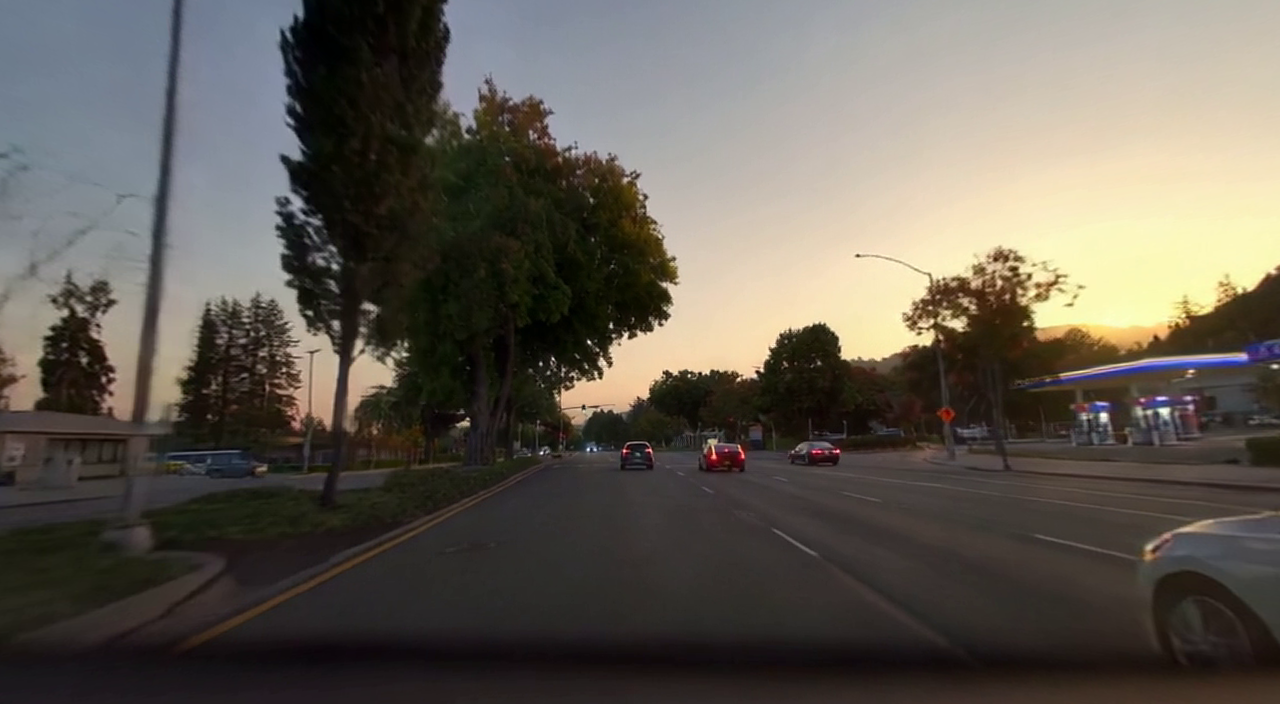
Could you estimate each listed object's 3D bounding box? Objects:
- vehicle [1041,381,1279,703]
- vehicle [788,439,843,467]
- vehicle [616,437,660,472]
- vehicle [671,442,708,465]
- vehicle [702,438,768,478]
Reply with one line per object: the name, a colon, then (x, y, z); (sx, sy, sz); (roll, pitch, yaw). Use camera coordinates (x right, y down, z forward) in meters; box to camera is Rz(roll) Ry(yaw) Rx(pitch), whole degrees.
vehicle: (3.546, 0.717, 1.447); (2.119, 1.509, 4.756); (-1, -9, 0)
vehicle: (10.087, 5.856, 36.412); (1.906, 1.488, 4.251); (0, -9, -1)
vehicle: (-0.137, 5.417, 33.263); (2.172, 1.694, 4.055); (0, -9, -1)
vehicle: (3.388, 7.096, 43.941); (2.114, 1.473, 4.495); (0, -9, -1)
vehicle: (3.879, 4.438, 26.458); (1.980, 1.515, 4.362); (0, -9, -1)
